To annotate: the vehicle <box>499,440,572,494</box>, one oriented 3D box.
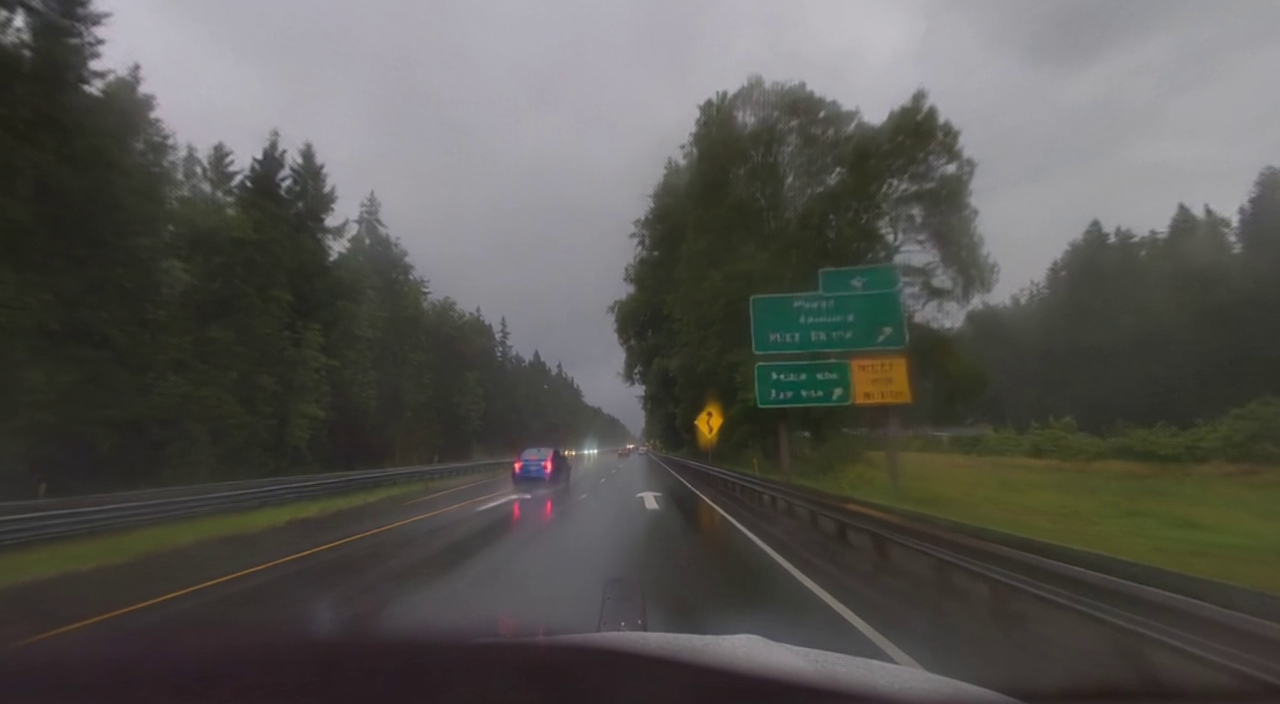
[{"bbox_3d":[-3.222,3.619,20.136,1.675,1.537,3.574,0,-9,1],"label":"vehicle"}]
